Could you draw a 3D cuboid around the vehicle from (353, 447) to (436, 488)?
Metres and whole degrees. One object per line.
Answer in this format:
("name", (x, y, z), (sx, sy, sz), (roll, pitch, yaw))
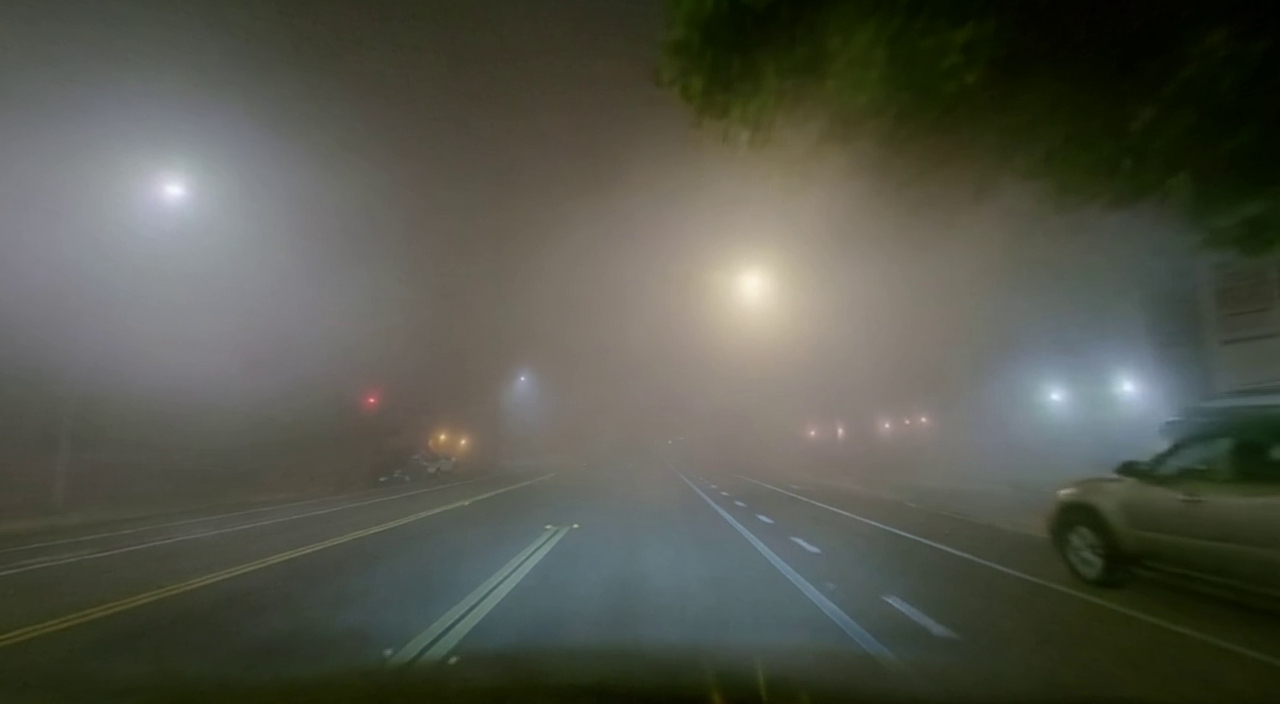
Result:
("vehicle", (-11.494, 5.397, 29.865), (2.023, 1.629, 4.822), (-1, -8, 0))

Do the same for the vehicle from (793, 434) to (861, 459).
("vehicle", (14.350, 7.275, 48.646), (4.907, 1.693, 2.081), (0, -7, 14))

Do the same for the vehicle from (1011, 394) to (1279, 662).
("vehicle", (5.110, 1.176, 4.405), (2.104, 1.687, 4.636), (0, -8, -1))
